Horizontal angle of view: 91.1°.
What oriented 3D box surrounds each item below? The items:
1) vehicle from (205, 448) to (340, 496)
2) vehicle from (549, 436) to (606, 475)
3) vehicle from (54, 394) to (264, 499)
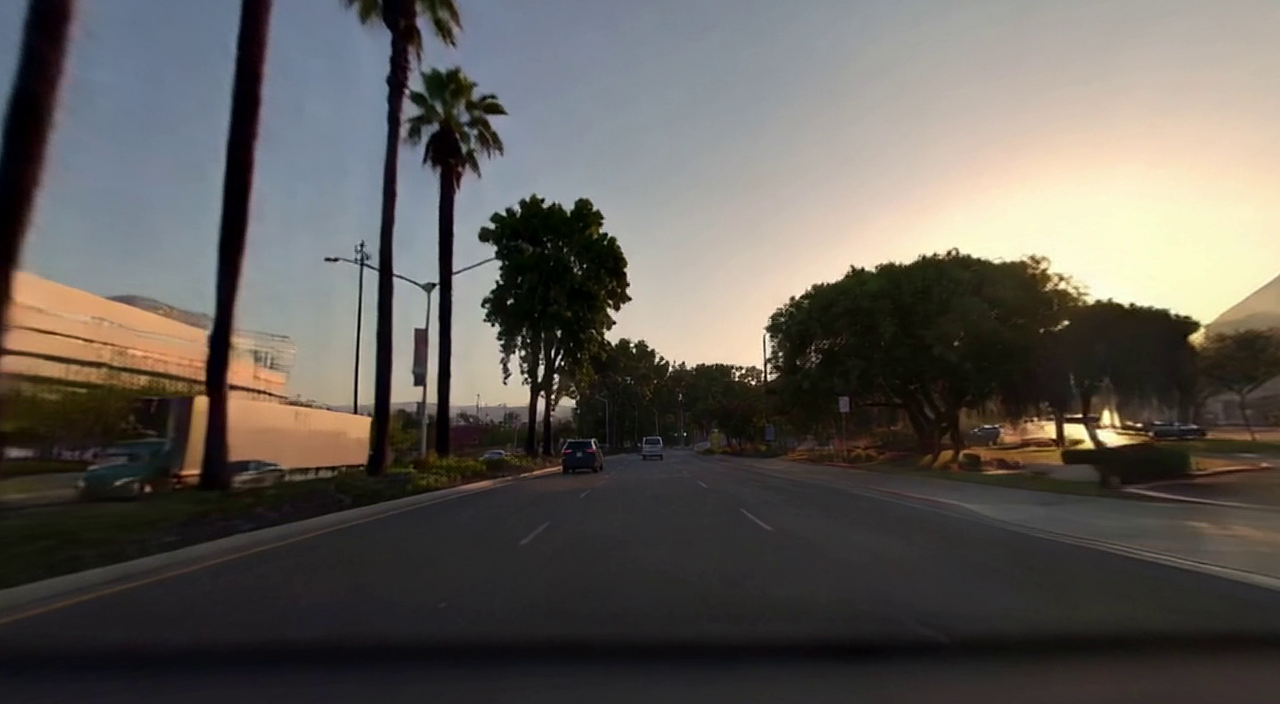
[{"bbox_3d":[-16.075,5.257,27.998,2.402,1.844,5.766,0,-8,2],"label":"vehicle"},{"bbox_3d":[-3.100,5.246,31.990,2.188,1.819,4.667,-1,-8,3],"label":"vehicle"},{"bbox_3d":[-20.799,4.288,27.958,3.298,4.031,7.060,0,-10,3],"label":"vehicle"}]
